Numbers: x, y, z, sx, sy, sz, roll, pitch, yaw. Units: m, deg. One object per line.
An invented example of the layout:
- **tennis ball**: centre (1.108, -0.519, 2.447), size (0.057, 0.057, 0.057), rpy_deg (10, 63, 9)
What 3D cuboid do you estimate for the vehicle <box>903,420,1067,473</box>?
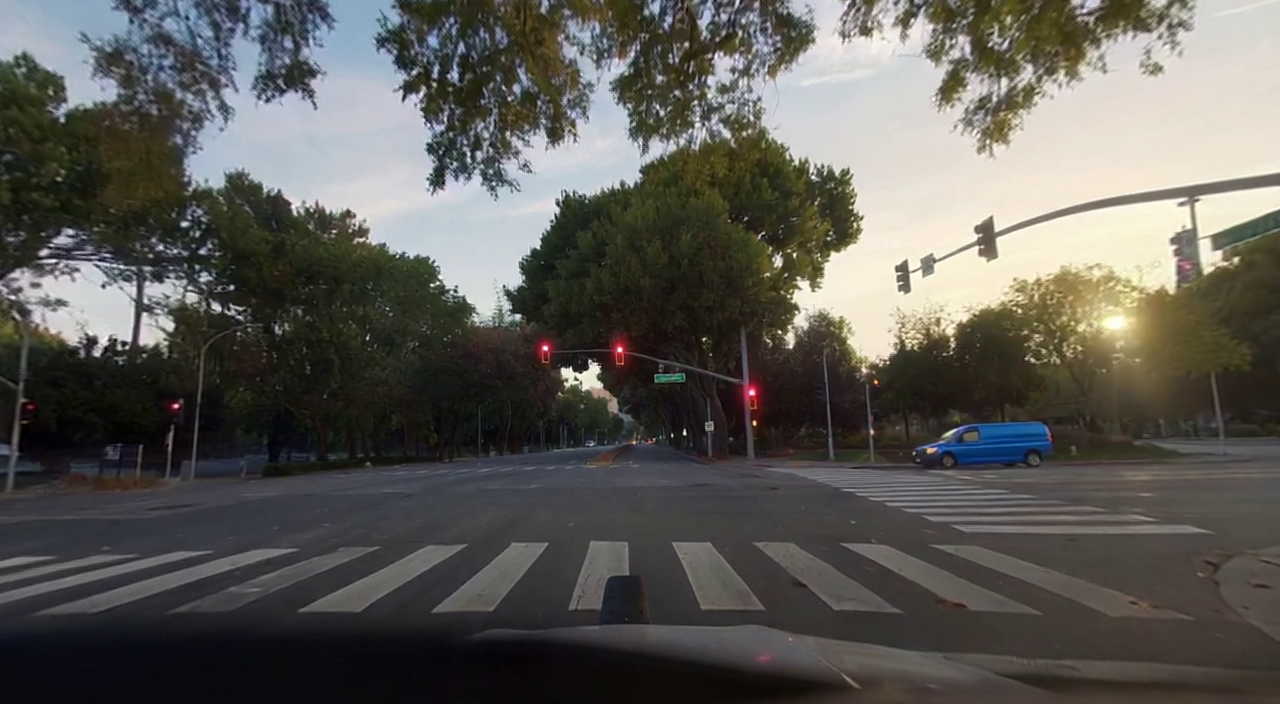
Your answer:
- **vehicle**: centre (12.436, 3.428, 22.962), size (4.790, 1.798, 1.909), rpy_deg (0, -8, 1)
